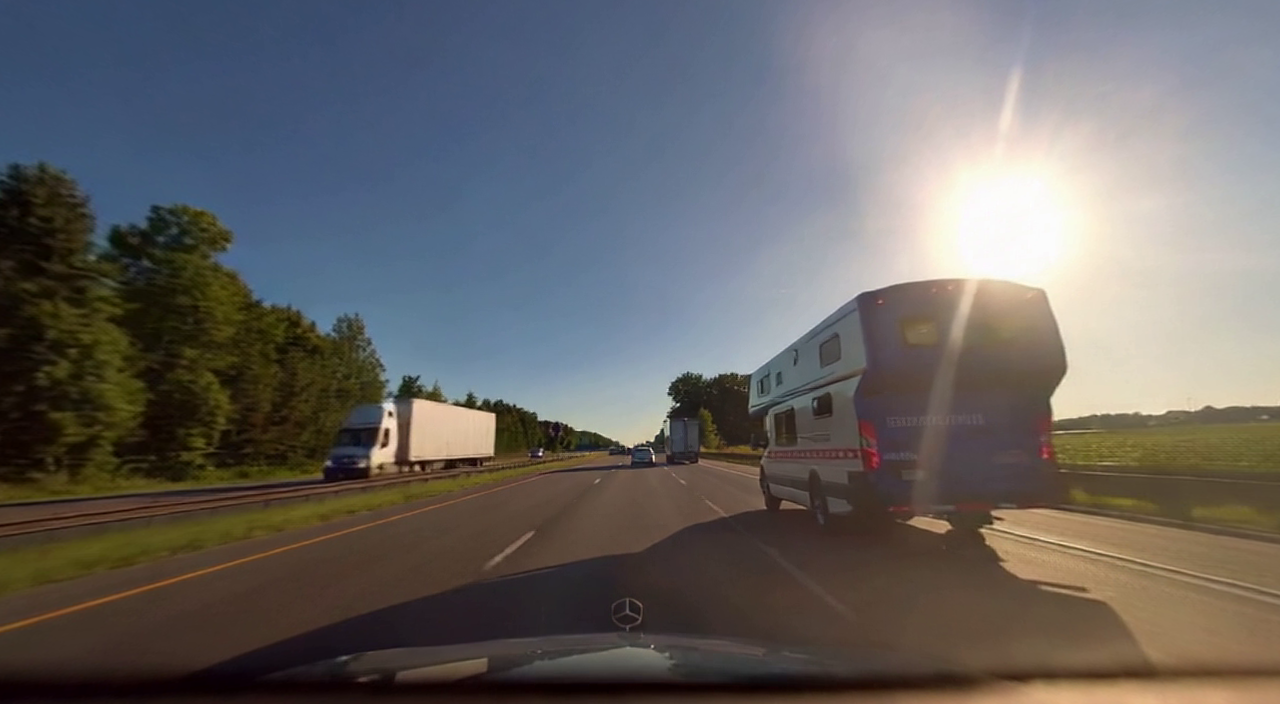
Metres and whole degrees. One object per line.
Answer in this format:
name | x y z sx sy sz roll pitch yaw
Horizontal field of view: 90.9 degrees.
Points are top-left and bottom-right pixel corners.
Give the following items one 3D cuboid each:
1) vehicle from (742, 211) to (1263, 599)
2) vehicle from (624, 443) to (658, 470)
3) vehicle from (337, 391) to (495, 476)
vehicle | 3.913 1.077 10.090 2.931 3.530 8.760 0 -9 -1
vehicle | 0.054 7.104 42.881 2.151 1.678 3.923 0 -9 0
vehicle | -12.426 5.154 38.077 3.039 3.901 17.384 0 -9 1
